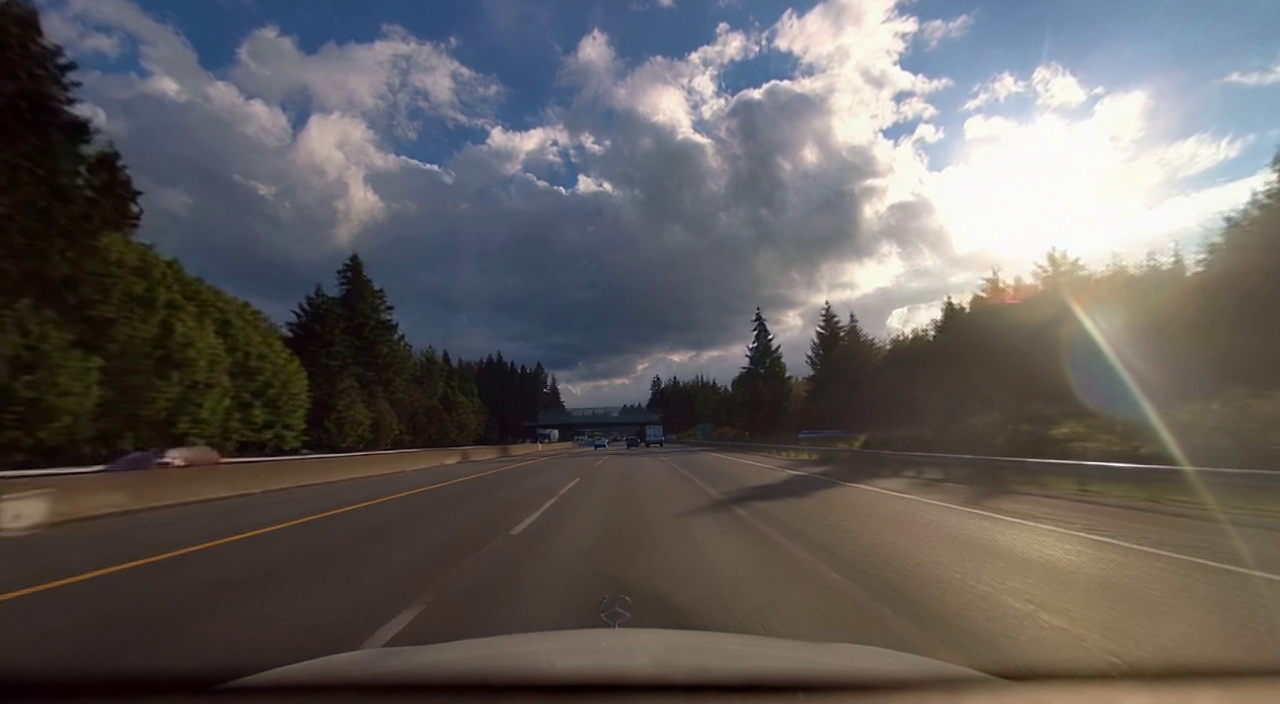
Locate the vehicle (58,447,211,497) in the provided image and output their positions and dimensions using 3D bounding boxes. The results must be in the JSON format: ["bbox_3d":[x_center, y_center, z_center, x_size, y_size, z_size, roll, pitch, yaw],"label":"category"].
[{"bbox_3d":[-15.414,3.624,19.469,1.975,1.340,3.358,0,-8,-2],"label":"vehicle"}]
